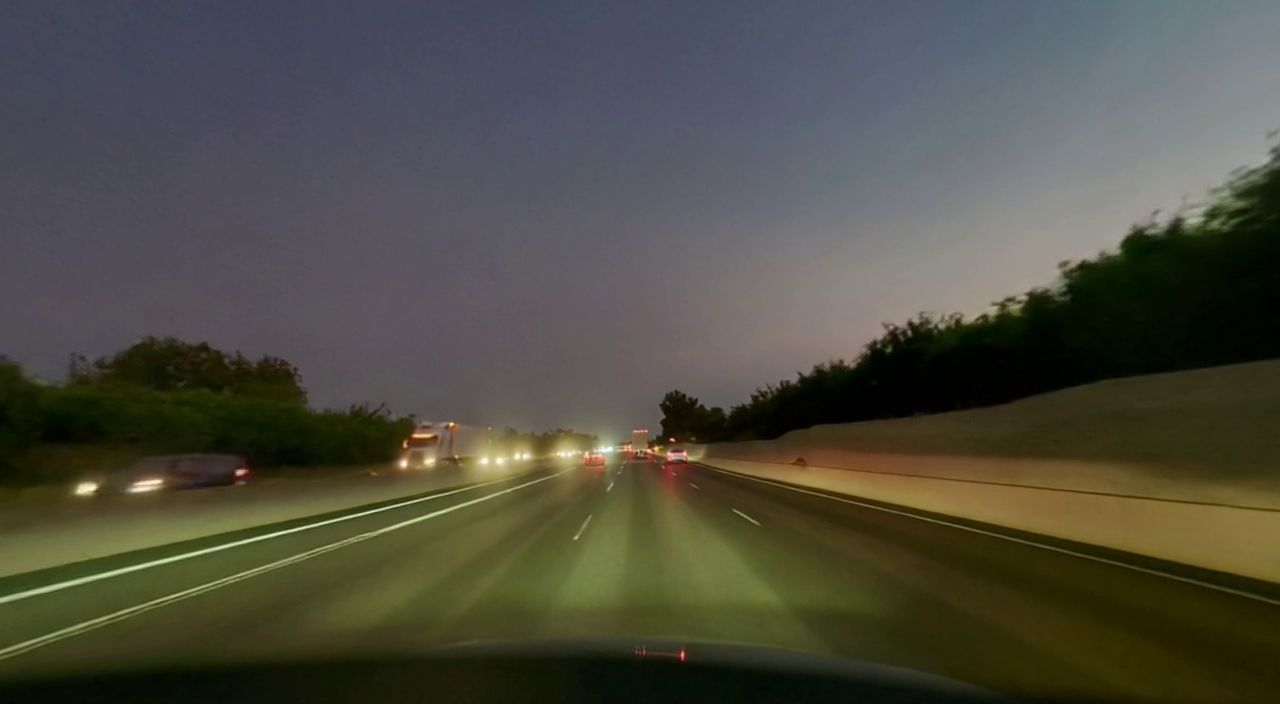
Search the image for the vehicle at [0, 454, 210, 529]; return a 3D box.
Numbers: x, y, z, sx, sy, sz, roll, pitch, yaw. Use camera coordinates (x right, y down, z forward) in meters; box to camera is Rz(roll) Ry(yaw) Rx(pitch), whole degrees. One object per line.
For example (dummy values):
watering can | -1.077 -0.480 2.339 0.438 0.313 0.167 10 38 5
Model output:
vehicle | -12.406 3.116 14.663 1.781 1.426 4.265 0 -9 0
